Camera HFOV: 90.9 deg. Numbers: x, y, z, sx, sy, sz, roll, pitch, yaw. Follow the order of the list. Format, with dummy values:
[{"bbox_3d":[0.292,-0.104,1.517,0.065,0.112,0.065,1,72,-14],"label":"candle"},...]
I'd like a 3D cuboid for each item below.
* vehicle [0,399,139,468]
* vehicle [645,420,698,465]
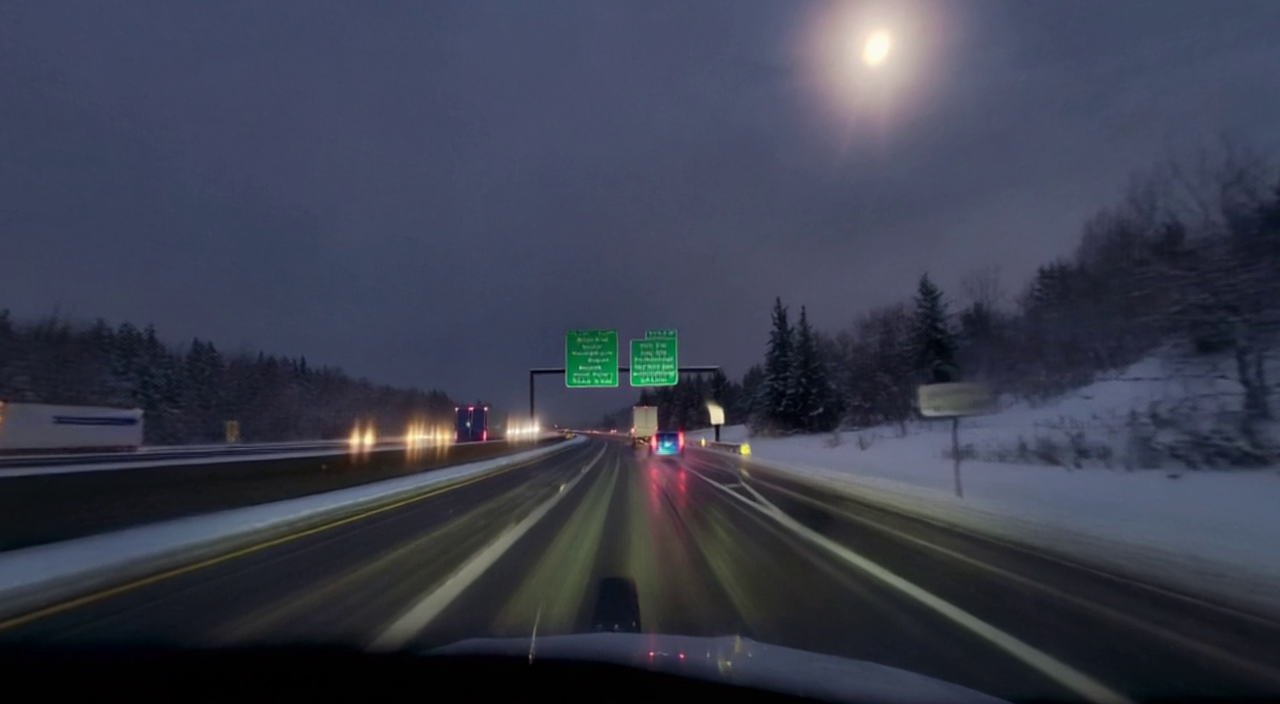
[{"bbox_3d":[-39.935,5.409,41.715,2.676,4.105,14.309,0,-8,-4],"label":"vehicle"},{"bbox_3d":[1.338,4.120,28.847,2.076,1.914,4.287,0,-8,-2],"label":"vehicle"}]
